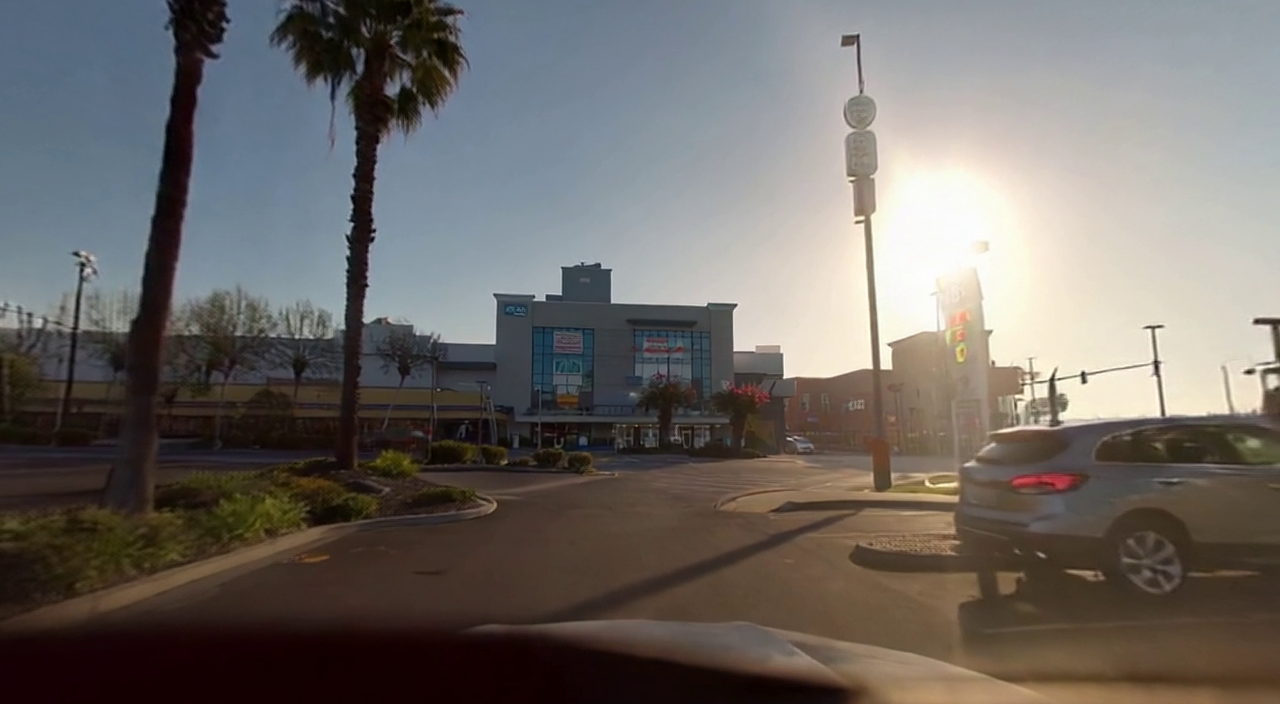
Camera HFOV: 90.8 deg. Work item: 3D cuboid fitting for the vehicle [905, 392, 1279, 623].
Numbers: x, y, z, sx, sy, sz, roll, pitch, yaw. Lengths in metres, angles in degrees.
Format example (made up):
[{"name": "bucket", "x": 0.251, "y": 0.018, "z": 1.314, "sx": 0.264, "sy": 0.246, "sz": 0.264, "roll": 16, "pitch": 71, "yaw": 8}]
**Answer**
[{"name": "vehicle", "x": 5.432, "y": 1.416, "z": 6.315, "sx": 4.560, "sy": 1.818, "sz": 2.148, "roll": 1, "pitch": -8, "yaw": -4}]
